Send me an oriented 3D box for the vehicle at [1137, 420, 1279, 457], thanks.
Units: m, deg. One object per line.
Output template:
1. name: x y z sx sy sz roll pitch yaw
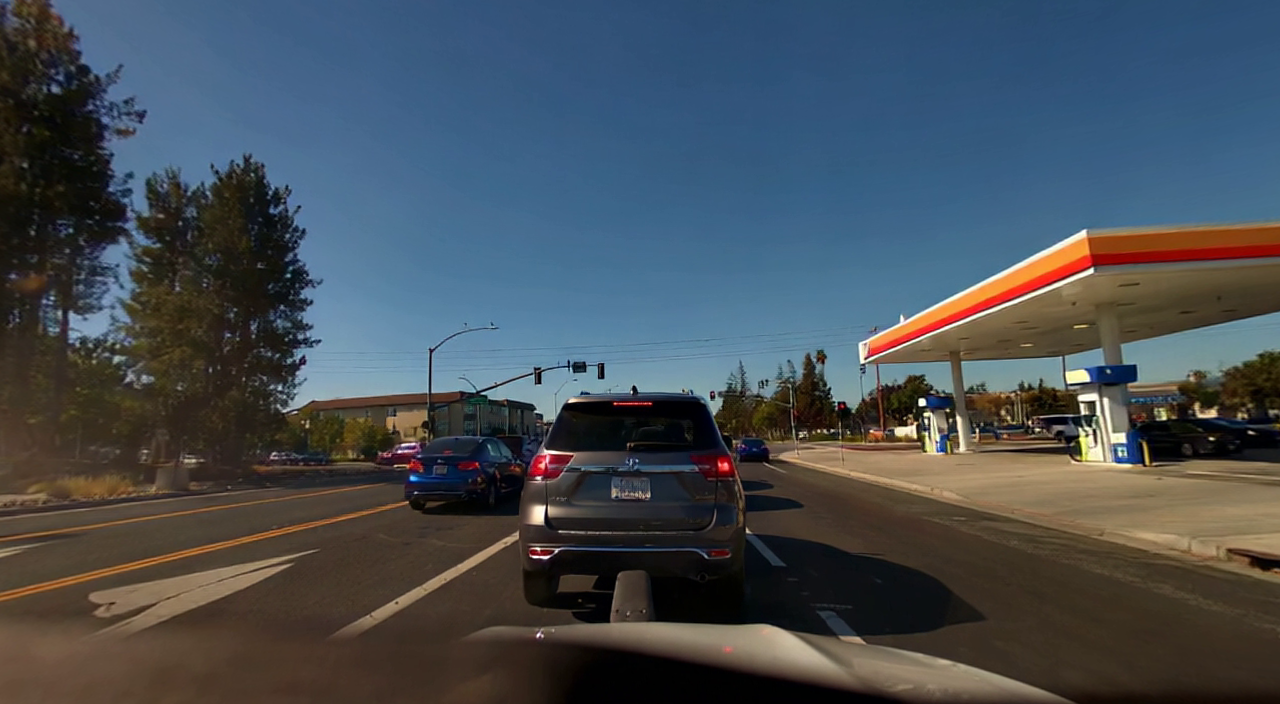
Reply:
1. vehicle: 25.956 3.969 28.789 4.551 1.616 1.973 -2 -9 11

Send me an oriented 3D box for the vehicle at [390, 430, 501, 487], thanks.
1. vehicle: -6.650 3.707 22.186 2.065 1.753 4.525 -1 -9 6

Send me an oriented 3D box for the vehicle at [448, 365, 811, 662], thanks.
1. vehicle: 0.014 1.316 6.131 2.236 1.819 4.291 -1 -9 2
